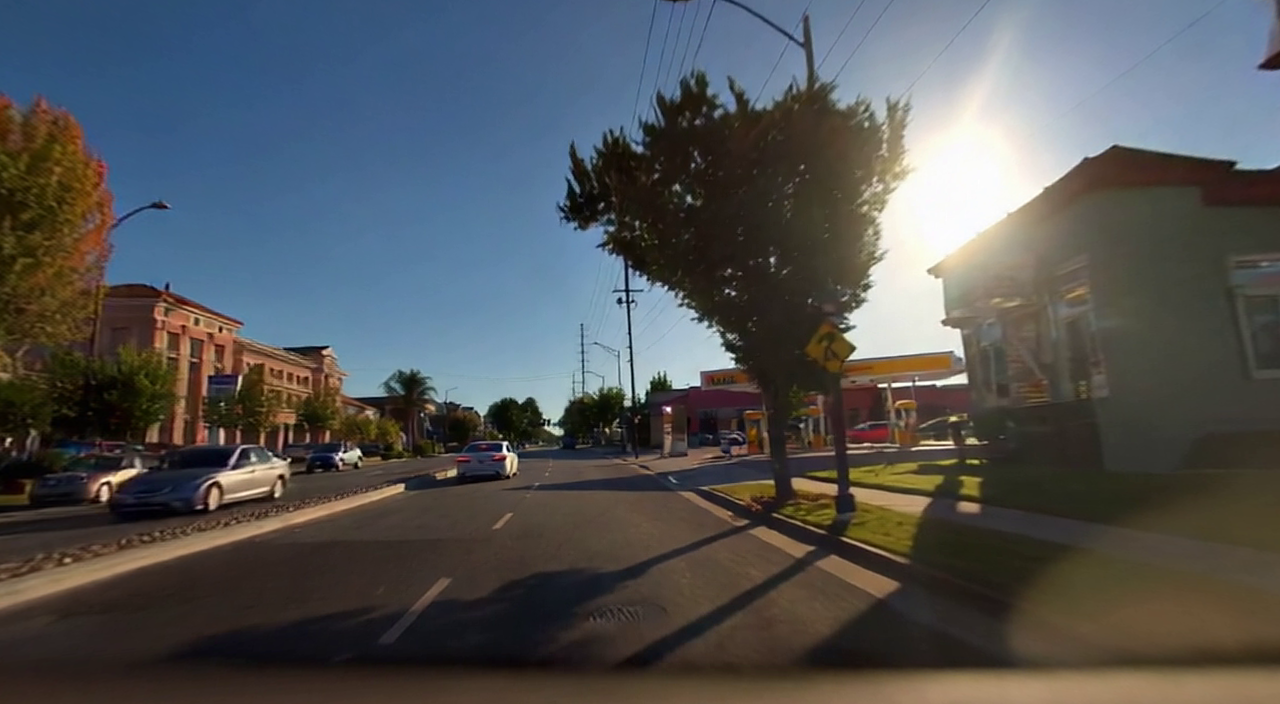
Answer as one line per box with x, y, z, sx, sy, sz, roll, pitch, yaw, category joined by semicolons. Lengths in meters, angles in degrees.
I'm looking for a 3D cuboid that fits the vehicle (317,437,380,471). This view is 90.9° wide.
-19.938;6.939;43.396;2.353;2.144;4.847;0;-8;-5;vehicle

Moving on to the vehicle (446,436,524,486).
-5.188;3.665;21.621;2.073;1.525;3.968;1;-8;-7;vehicle

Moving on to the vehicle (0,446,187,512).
-17.292;3.945;20.253;2.276;1.760;4.779;0;-8;-6;vehicle

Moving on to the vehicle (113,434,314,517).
-9.932;2.850;15.249;2.129;1.655;4.442;1;-8;-7;vehicle
